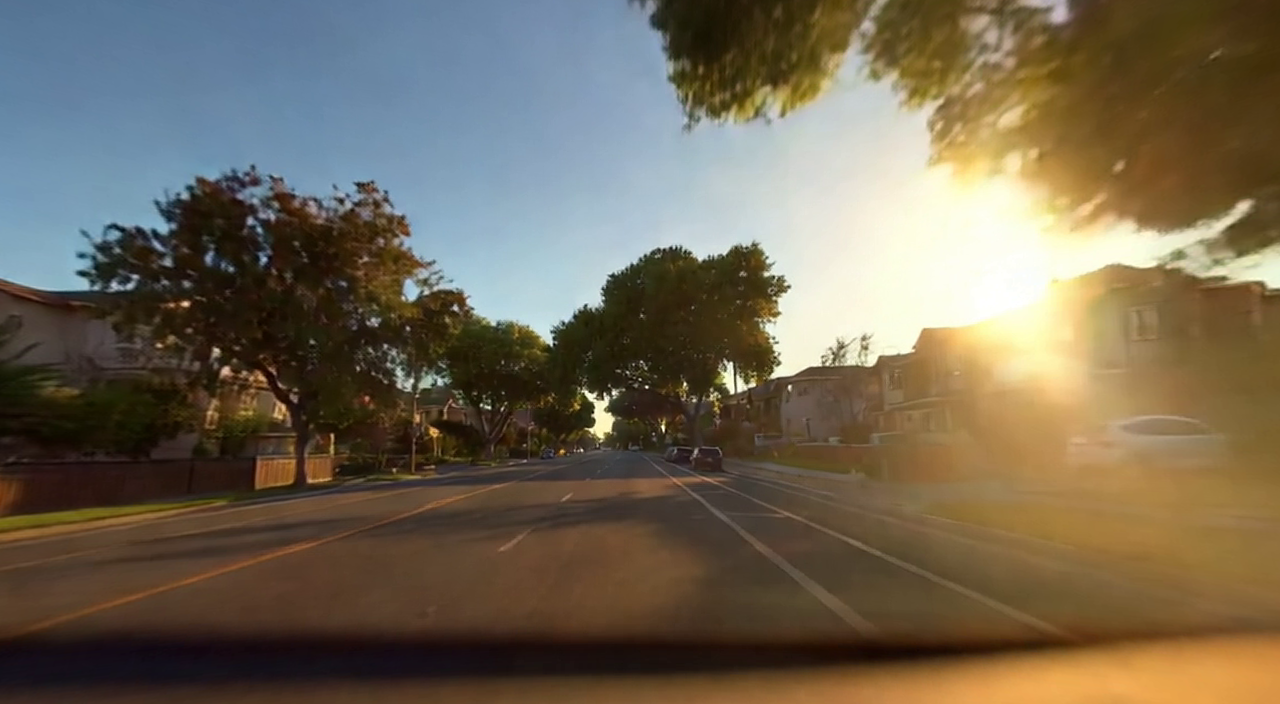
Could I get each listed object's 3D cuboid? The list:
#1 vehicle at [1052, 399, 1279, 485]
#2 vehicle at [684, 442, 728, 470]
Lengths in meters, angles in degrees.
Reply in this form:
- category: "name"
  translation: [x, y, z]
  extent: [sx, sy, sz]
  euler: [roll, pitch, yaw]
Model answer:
- category: "vehicle"
  translation: [13.641, 2.251, 16.236]
  extent: [4.682, 1.956, 2.001]
  euler: [-1, -6, -3]
- category: "vehicle"
  translation: [3.932, 6.334, 38.417]
  extent: [1.971, 1.558, 4.895]
  euler: [0, -9, -2]
